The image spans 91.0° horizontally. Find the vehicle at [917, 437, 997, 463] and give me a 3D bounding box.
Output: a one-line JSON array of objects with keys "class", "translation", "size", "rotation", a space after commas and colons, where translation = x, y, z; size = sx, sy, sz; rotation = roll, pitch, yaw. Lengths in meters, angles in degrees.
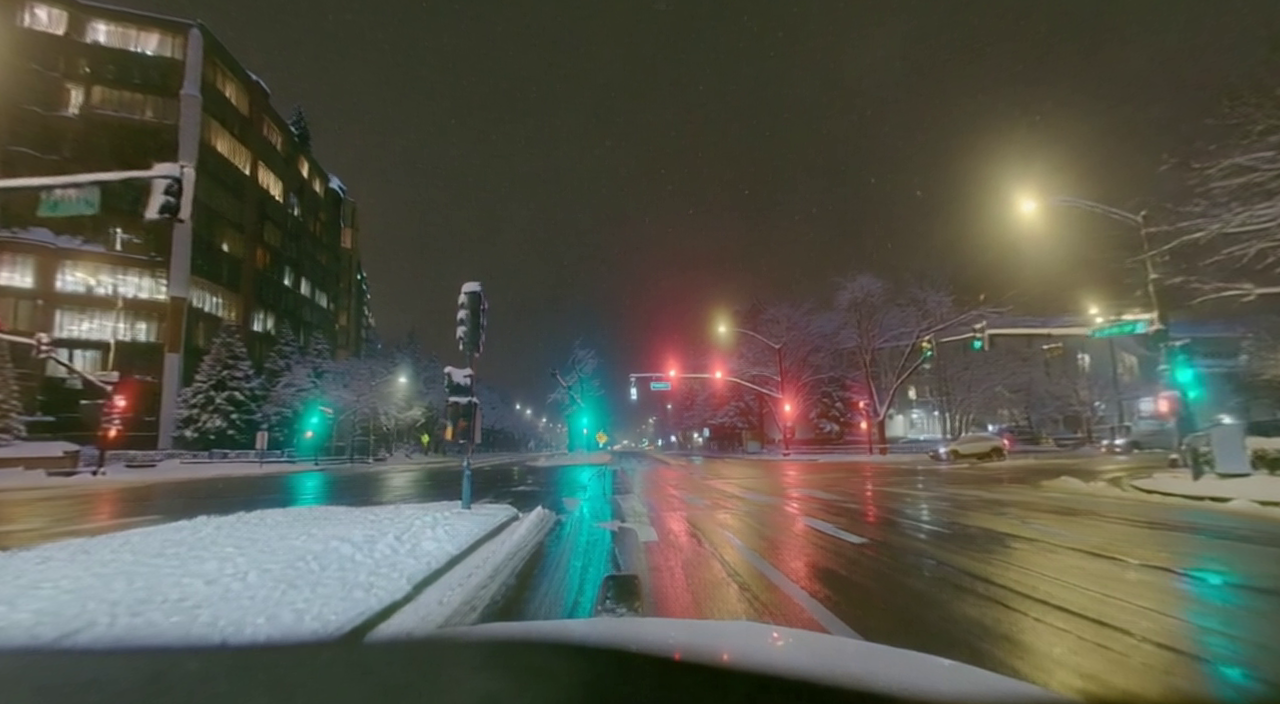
[{"class": "vehicle", "translation": [21.191, 6.543, 42.106], "size": [4.769, 1.634, 1.884], "rotation": [3, -9, -20]}]
